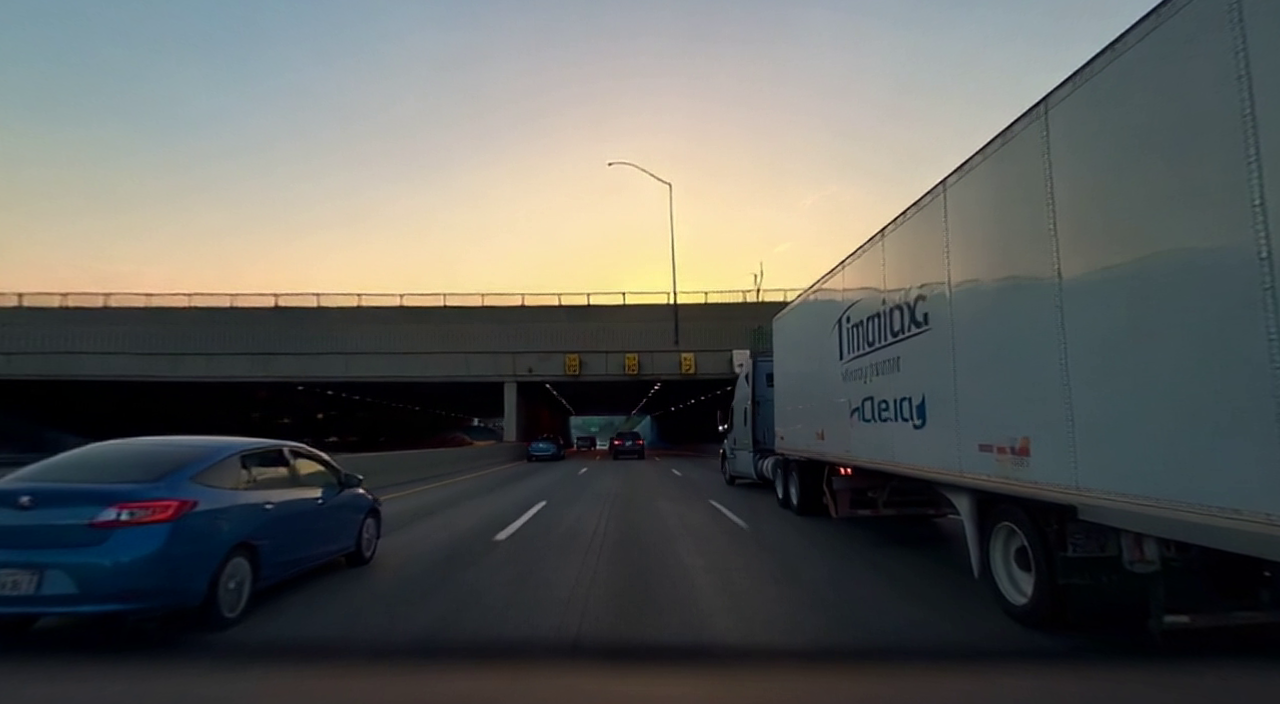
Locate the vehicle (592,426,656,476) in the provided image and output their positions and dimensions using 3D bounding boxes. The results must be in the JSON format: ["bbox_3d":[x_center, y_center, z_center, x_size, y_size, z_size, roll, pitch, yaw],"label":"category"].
[{"bbox_3d":[-0.539,3.466,22.303,2.094,1.600,3.666,0,-8,-1],"label":"vehicle"}]

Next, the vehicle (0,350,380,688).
[{"bbox_3d":[-3.452,1.021,4.655,1.826,1.695,2.870,0,-8,-1],"label":"vehicle"}]

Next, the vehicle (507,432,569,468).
[{"bbox_3d":[-4.353,4.257,27.689,2.019,1.435,4.317,0,-8,0],"label":"vehicle"}]

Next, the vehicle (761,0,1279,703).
[{"bbox_3d":[3.998,0.023,5.529,2.842,4.108,14.081,0,-8,-1],"label":"vehicle"}]
